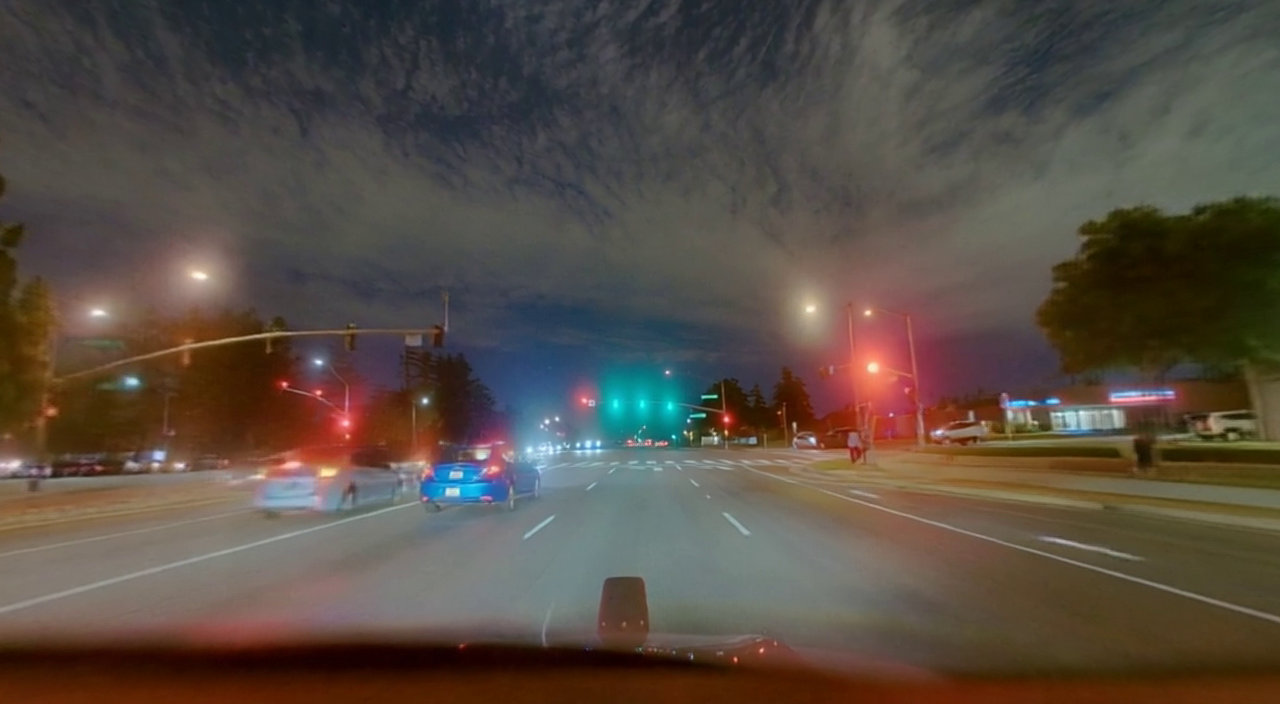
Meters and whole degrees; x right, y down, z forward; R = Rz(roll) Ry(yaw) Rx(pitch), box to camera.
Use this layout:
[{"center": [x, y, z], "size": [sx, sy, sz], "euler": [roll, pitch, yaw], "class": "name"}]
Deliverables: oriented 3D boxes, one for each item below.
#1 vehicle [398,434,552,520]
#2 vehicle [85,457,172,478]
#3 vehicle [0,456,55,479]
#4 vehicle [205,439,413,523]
[{"center": [-3.193, 2.524, 13.243], "size": [1.924, 1.480, 4.421], "euler": [0, -9, 2], "class": "vehicle"}, {"center": [-34.406, 7.765, 42.403], "size": [4.759, 1.347, 2.058], "euler": [-3, -9, 15], "class": "vehicle"}, {"center": [-47.473, 8.741, 47.850], "size": [4.329, 1.668, 1.799], "euler": [-1, -9, 2], "class": "vehicle"}, {"center": [-6.700, 2.640, 13.493], "size": [2.006, 1.461, 4.476], "euler": [0, -9, 0], "class": "vehicle"}]
